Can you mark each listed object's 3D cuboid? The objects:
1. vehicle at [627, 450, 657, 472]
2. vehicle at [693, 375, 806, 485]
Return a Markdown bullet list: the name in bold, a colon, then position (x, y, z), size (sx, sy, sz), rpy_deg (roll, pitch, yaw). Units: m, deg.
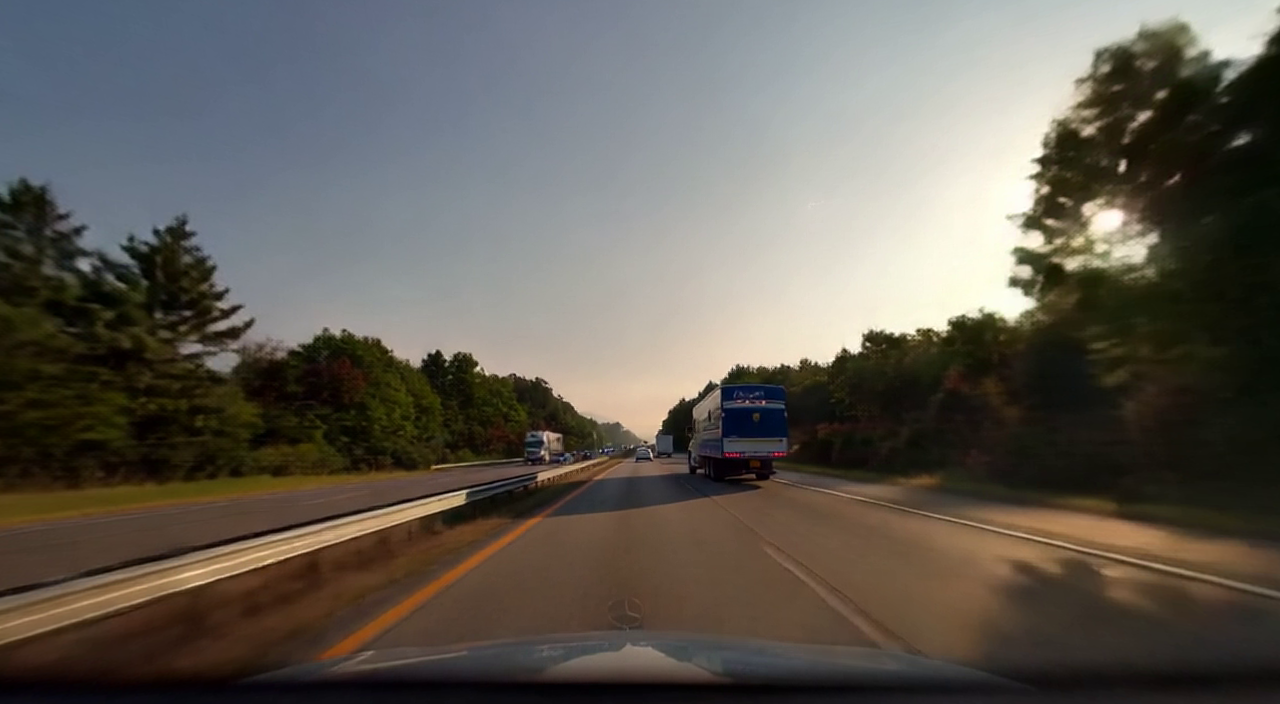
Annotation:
- **vehicle**: position (0.129, 7.334, 42.629), size (1.926, 1.386, 3.615), rpy_deg (0, -9, 0)
- **vehicle**: position (4.678, 4.042, 30.843), size (2.939, 4.129, 14.300), rpy_deg (0, -9, 0)
